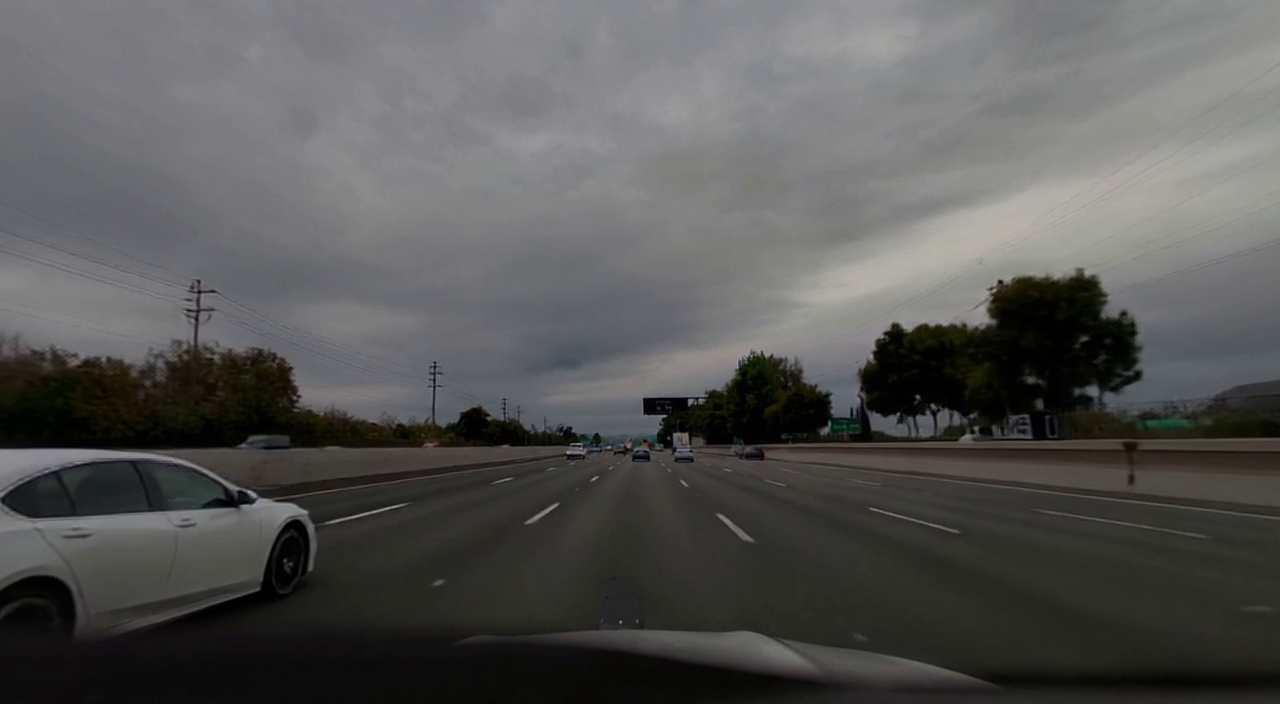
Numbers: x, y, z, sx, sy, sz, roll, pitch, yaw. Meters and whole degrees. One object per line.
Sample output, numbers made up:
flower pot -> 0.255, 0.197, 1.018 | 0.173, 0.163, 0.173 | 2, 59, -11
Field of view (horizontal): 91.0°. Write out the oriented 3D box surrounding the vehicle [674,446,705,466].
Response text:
vehicle -> 3.772, 8.011, 48.597 | 2.076, 1.506, 4.050 | 0, -9, 0

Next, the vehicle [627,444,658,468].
vehicle -> 0.165, 7.372, 44.768 | 2.066, 1.562, 4.198 | 0, -9, 0
